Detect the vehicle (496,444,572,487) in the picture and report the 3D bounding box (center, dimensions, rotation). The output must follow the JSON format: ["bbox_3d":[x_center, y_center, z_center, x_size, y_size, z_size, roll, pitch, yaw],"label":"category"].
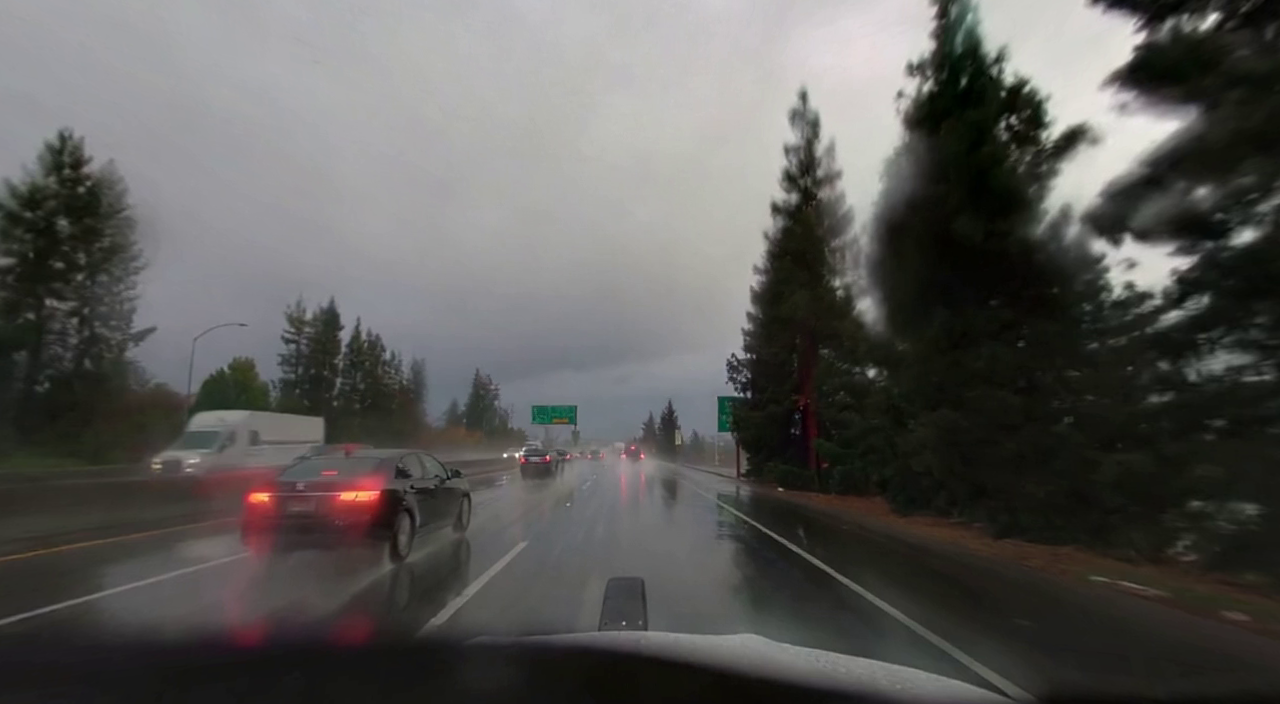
[{"bbox_3d":[-3.873,4.234,23.934,2.107,1.453,4.462,0,-8,0],"label":"vehicle"}]

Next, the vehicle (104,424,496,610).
[{"bbox_3d":[-3.329,1.692,7.519,2.067,1.509,4.551,0,-8,1],"label":"vehicle"}]

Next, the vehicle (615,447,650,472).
[{"bbox_3d":[-0.494,6.752,39.910,2.100,1.471,3.956,0,-8,-1],"label":"vehicle"}]
